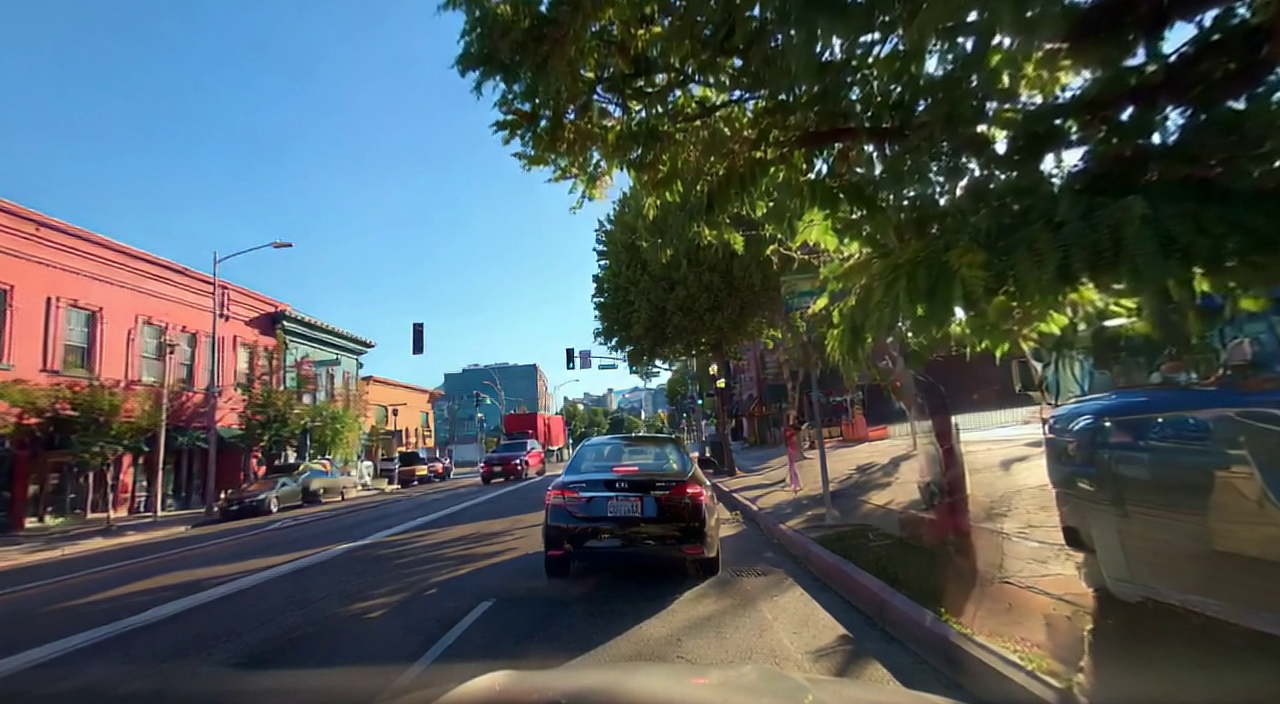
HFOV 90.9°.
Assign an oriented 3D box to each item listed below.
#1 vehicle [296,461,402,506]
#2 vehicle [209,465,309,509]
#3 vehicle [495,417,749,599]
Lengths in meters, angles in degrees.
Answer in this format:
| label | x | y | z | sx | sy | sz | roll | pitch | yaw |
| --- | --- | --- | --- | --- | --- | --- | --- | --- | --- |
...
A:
| label | x | y | z | sx | sy | sz | roll | pitch | yaw |
| --- | --- | --- | --- | --- | --- | --- | --- | --- | --- |
| vehicle | -11.226 | 5.077 | 24.724 | 2.010 | 1.483 | 4.324 | 0 | -8 | 1 |
| vehicle | -17.441 | 6.155 | 28.917 | 3.516 | 1.383 | 1.704 | -10 | -10 | 1 |
| vehicle | -0.065 | 1.577 | 7.228 | 2.094 | 1.478 | 3.922 | -1 | -8 | 3 |
